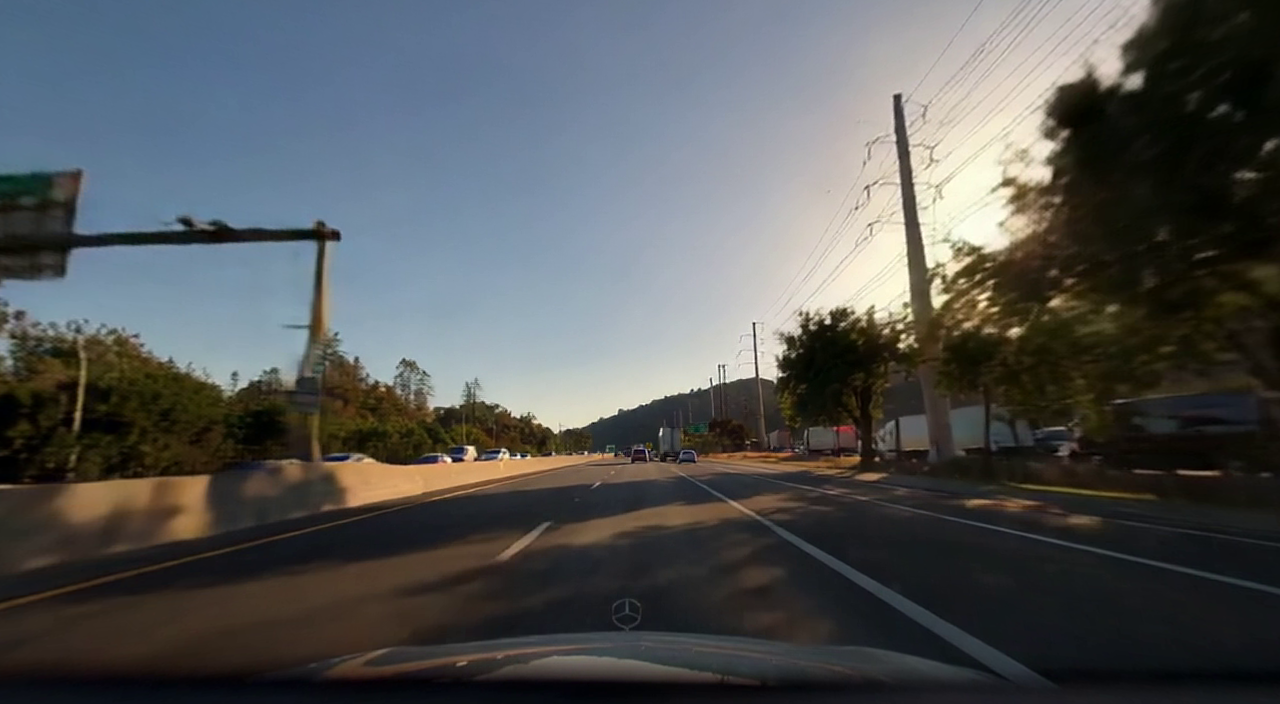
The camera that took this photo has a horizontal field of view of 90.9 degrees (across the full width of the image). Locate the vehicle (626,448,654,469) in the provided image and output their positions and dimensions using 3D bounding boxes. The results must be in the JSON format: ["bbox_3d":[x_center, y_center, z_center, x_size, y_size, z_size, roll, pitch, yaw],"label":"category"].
[{"bbox_3d":[-0.016,8.221,48.768,2.111,1.599,3.859,0,-9,0],"label":"vehicle"}]

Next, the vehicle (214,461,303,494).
[{"bbox_3d":[-19.379,6.357,32.279,1.806,1.470,4.392,0,-9,0],"label":"vehicle"}]

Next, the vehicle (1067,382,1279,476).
[{"bbox_3d":[31.660,4.744,37.125,3.055,4.465,14.288,0,-9,1],"label":"vehicle"}]

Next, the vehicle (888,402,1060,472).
[{"bbox_3d":[23.806,6.534,47.202,2.915,4.218,17.329,0,-9,-2],"label":"vehicle"}]

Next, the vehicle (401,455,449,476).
[{"bbox_3d":[-15.798,8.345,46.598,1.876,1.435,4.433,-1,-9,2],"label":"vehicle"}]

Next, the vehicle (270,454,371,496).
[{"bbox_3d":[-11.800,4.546,23.557,1.741,1.402,3.772,0,-9,1],"label":"vehicle"}]
